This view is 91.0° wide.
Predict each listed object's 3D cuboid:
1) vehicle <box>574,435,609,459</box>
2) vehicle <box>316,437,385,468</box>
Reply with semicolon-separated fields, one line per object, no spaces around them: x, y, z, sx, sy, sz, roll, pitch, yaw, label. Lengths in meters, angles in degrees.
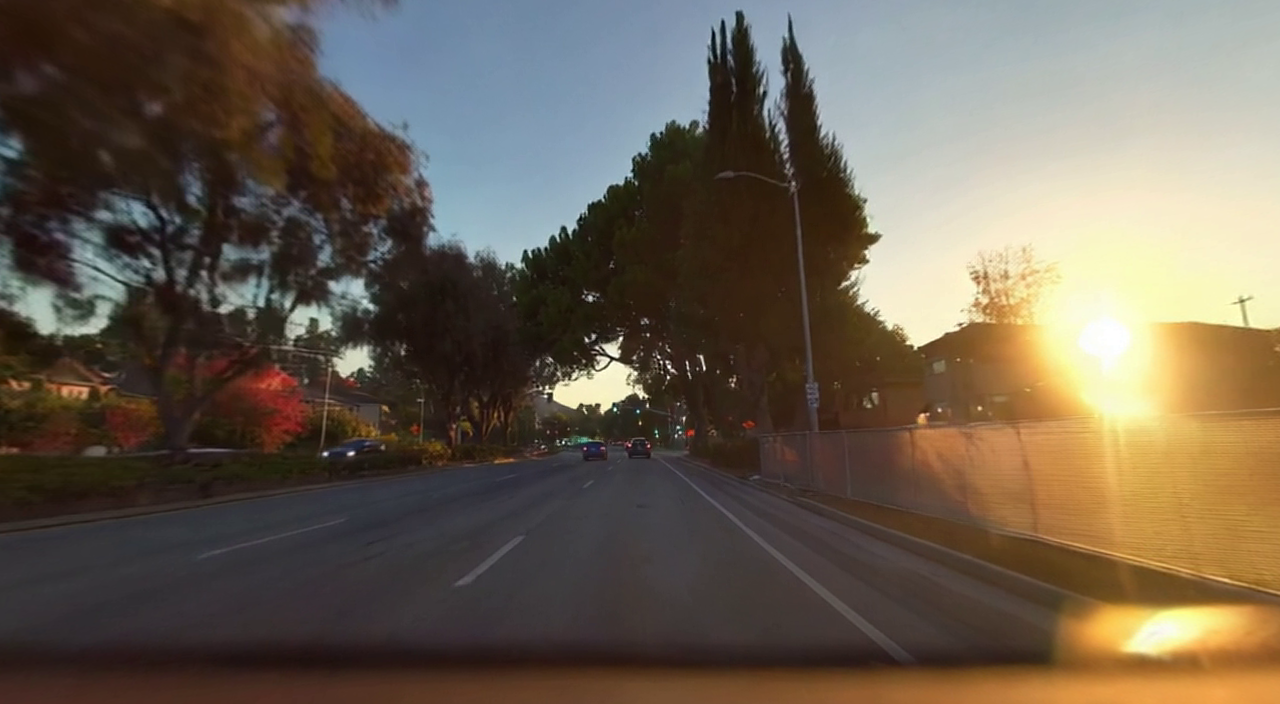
-3.524;7.072;46.960;2.198;1.663;4.519;0;-8;0;vehicle
-17.467;6.091;38.252;1.986;1.711;4.379;0;-8;1;vehicle
